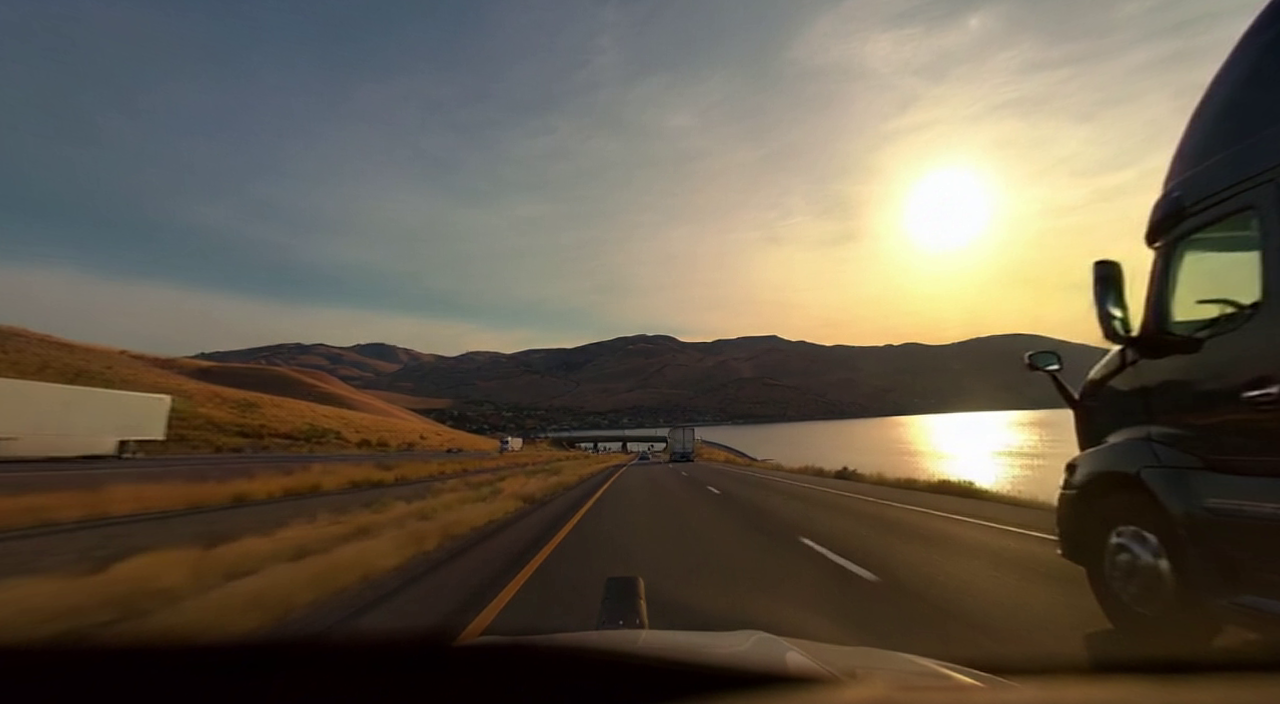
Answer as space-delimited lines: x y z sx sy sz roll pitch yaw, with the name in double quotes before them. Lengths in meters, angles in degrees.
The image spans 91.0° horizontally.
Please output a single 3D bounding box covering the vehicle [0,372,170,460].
"vehicle" -32.080 3.589 33.445 2.889 4.150 14.624 0 -9 0
